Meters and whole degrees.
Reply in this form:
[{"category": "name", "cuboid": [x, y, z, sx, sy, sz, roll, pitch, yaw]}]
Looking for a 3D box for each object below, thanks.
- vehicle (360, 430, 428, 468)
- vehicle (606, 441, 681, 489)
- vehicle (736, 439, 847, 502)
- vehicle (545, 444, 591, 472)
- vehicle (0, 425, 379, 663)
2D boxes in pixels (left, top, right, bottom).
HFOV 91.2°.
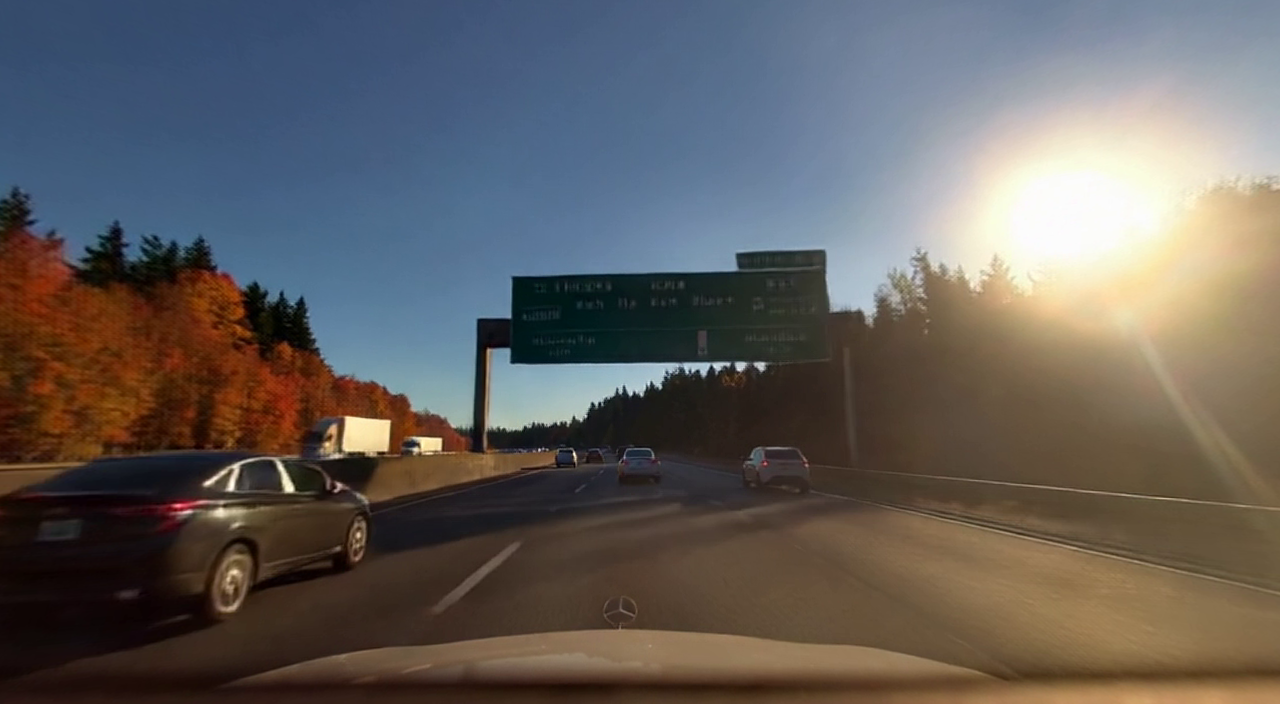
[{"category": "vehicle", "cuboid": [-18.291, 7.261, 47.015, 2.331, 2.589, 6.819, 0, -9, 0]}, {"category": "vehicle", "cuboid": [0.094, 4.308, 24.297, 2.634, 1.679, 4.070, 0, -9, -1]}, {"category": "vehicle", "cuboid": [4.186, 3.350, 18.176, 2.035, 1.571, 4.413, 0, -9, -1]}, {"category": "vehicle", "cuboid": [-4.659, 6.912, 41.087, 2.545, 1.679, 4.267, 0, -9, 0]}, {"category": "vehicle", "cuboid": [-4.394, 1.516, 6.030, 2.017, 1.469, 4.113, 0, -9, -1]}]
